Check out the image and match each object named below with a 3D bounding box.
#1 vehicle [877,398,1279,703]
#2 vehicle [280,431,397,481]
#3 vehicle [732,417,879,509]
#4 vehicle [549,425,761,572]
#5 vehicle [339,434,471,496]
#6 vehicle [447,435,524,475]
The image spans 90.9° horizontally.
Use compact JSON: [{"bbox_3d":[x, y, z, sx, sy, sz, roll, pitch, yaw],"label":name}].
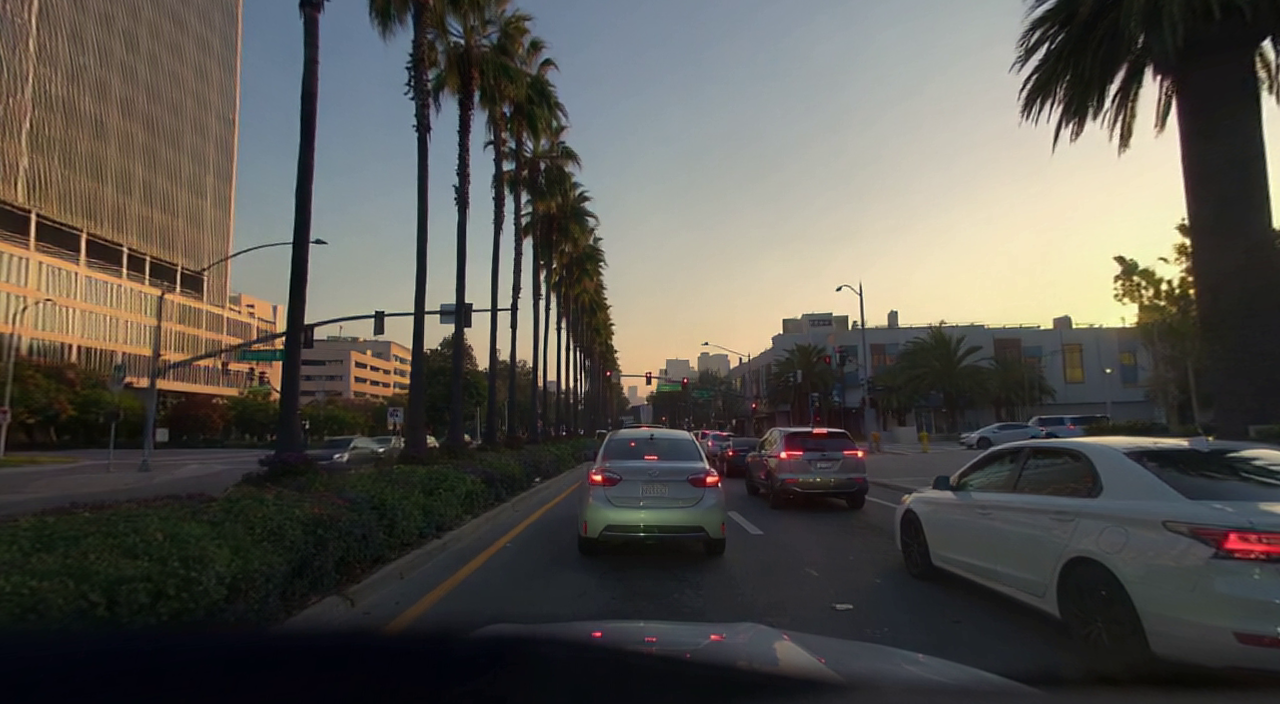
[{"bbox_3d":[3.527,1.224,4.473,1.910,1.490,4.661,0,-8,1],"label":"vehicle"},{"bbox_3d":[-11.118,3.858,23.700,2.034,1.680,4.543,0,-8,2],"label":"vehicle"},{"bbox_3d":[3.489,2.445,14.300,2.169,1.751,4.276,0,-8,0],"label":"vehicle"},{"bbox_3d":[0.166,1.788,8.457,2.140,1.474,4.026,0,-8,0],"label":"vehicle"},{"bbox_3d":[-6.256,3.050,17.379,1.900,1.487,4.165,0,-8,2],"label":"vehicle"},{"bbox_3d":[-6.043,4.097,25.220,1.822,1.456,4.396,-1,-8,2],"label":"vehicle"}]
